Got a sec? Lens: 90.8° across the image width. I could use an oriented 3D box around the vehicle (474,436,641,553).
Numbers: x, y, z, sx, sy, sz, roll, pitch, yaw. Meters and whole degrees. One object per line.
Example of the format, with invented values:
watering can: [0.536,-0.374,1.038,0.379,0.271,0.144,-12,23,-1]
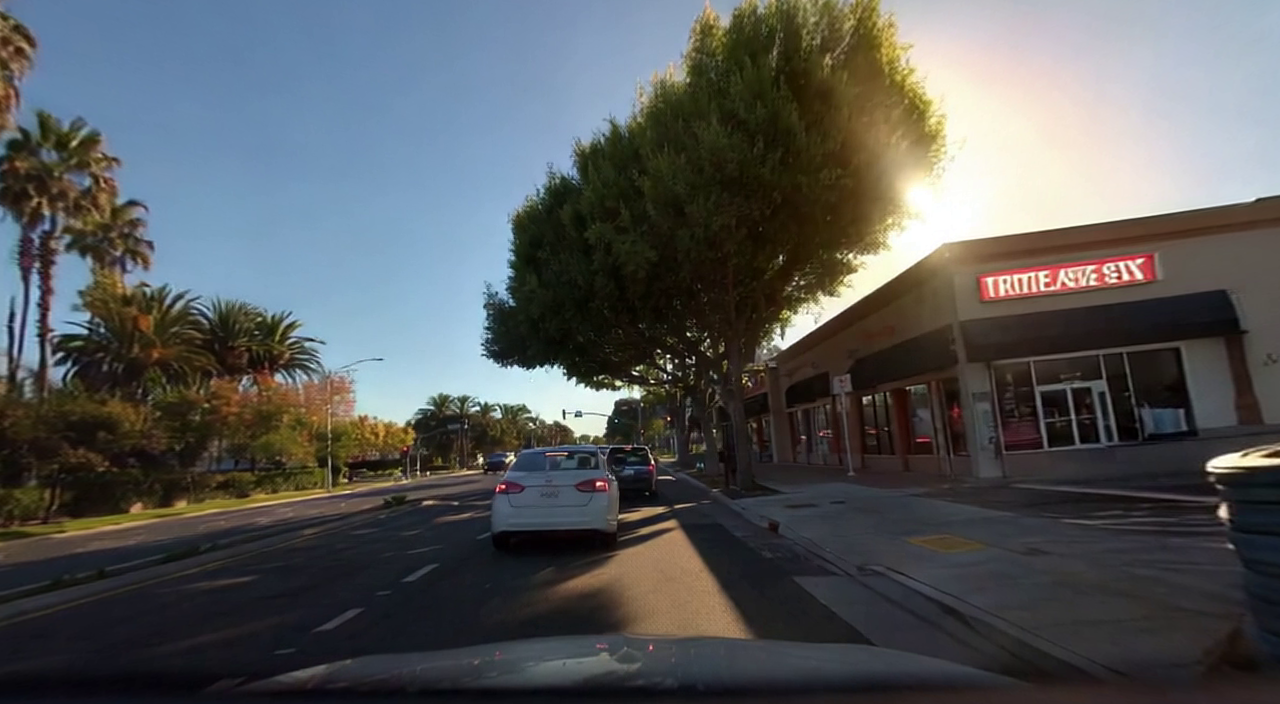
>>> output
vehicle: [-1.079,2.157,10.299,2.169,1.495,4.048,0,-8,0]
